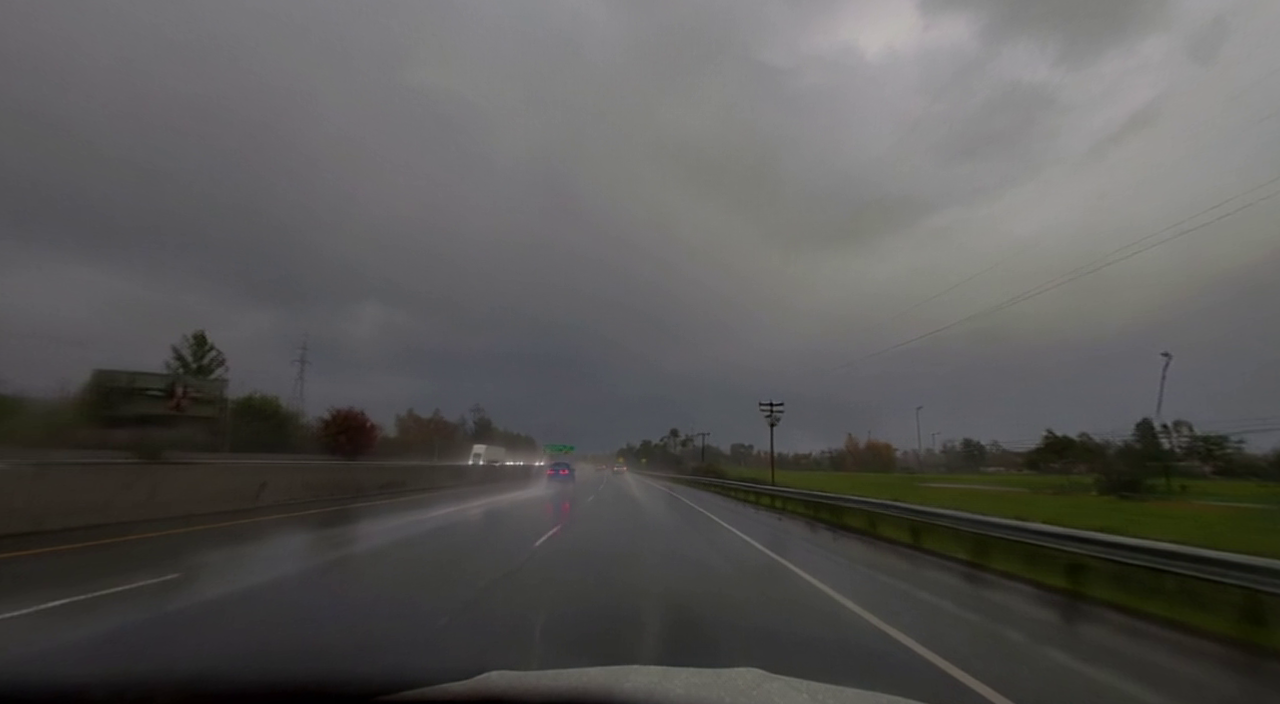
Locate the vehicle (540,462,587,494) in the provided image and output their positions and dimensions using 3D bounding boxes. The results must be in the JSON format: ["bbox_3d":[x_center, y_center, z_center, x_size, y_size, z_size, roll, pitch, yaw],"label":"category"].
[{"bbox_3d":[-4.437,7.365,37.072,2.194,1.704,4.421,1,-10,0],"label":"vehicle"}]
